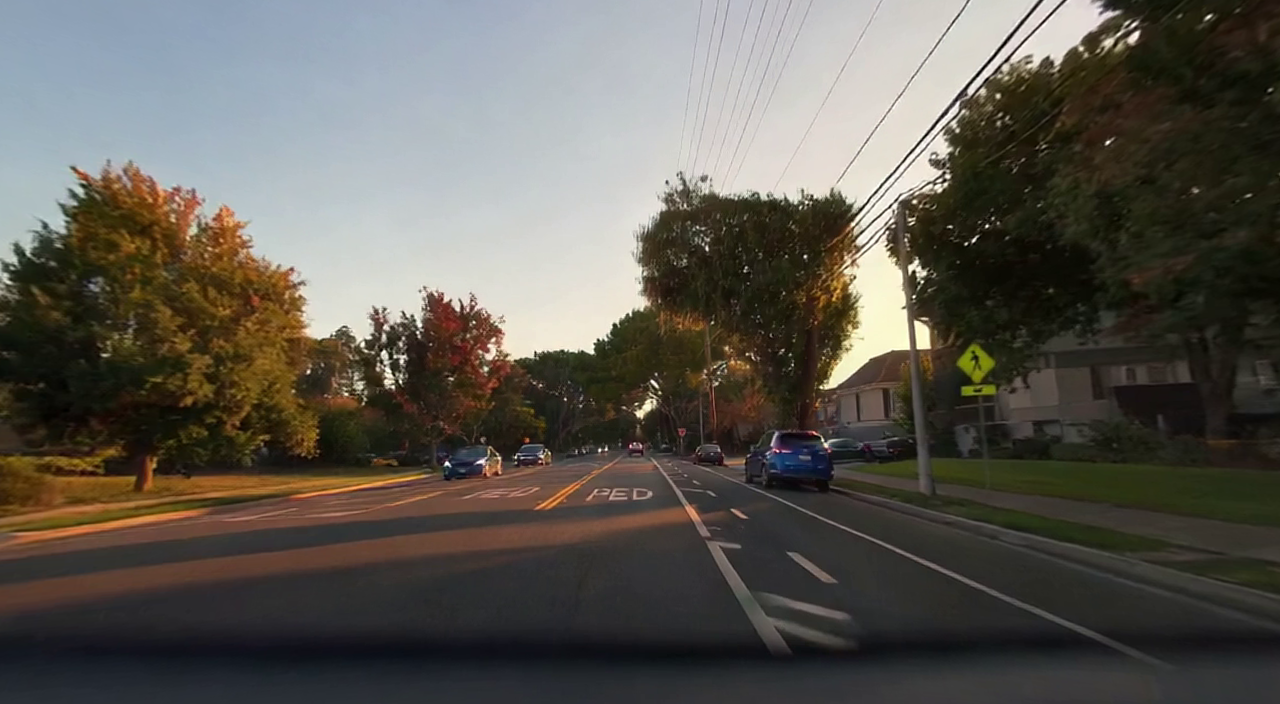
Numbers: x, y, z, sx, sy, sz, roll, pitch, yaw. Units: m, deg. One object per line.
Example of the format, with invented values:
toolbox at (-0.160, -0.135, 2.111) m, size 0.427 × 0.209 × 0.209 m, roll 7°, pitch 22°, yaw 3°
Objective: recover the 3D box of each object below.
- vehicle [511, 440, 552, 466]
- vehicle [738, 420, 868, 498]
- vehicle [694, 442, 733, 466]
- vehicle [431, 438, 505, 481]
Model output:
vehicle at (-7.406, 6.971, 43.662) m, size 1.989 × 1.706 × 4.495 m, roll 0°, pitch -8°, yaw 1°
vehicle at (4.695, 3.226, 19.504) m, size 2.335 × 1.972 × 6.368 m, roll 0°, pitch -8°, yaw 0°
vehicle at (4.751, 6.692, 41.564) m, size 1.987 × 1.479 × 4.562 m, roll 0°, pitch -8°, yaw 0°
vehicle at (-7.394, 4.658, 27.627) m, size 1.979 × 1.711 × 4.331 m, roll 0°, pitch -8°, yaw 0°
